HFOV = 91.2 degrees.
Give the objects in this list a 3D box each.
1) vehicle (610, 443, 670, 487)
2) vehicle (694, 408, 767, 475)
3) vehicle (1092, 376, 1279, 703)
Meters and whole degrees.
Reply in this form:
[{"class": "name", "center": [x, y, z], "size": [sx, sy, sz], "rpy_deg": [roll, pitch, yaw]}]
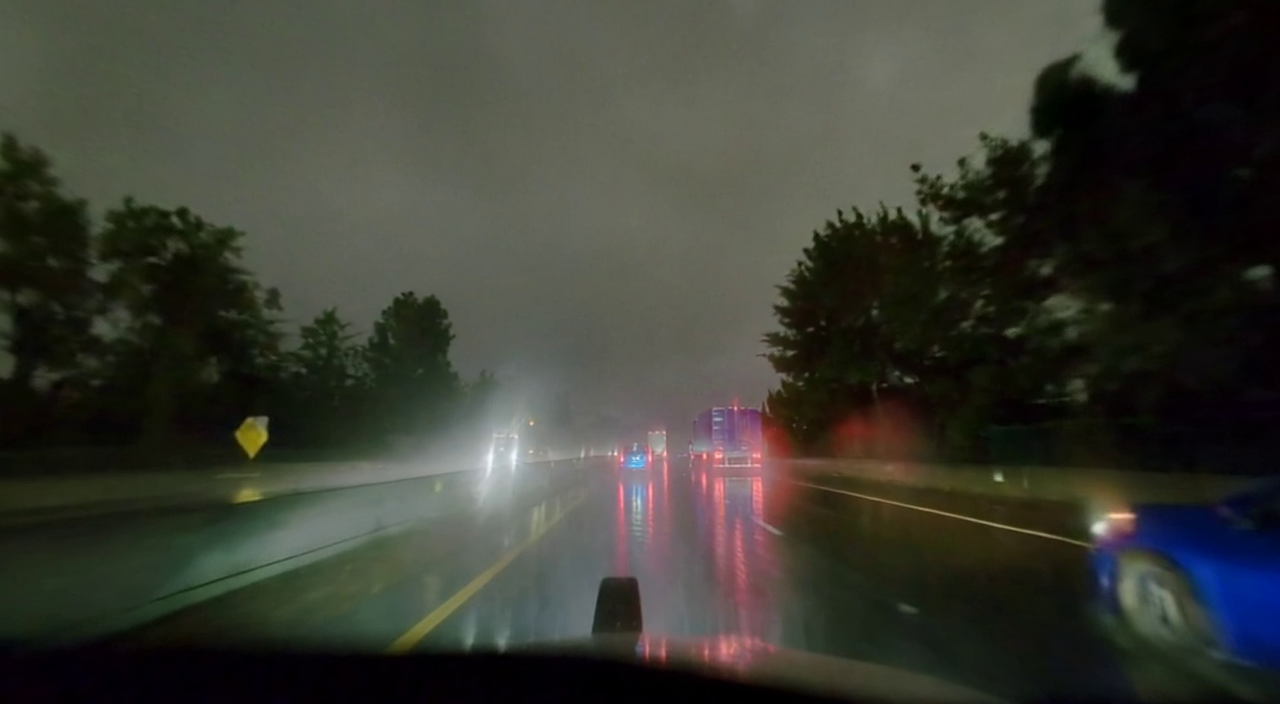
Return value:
[{"class": "vehicle", "center": [-0.045, 4.189, 23.563], "size": [2.066, 1.490, 3.759], "rpy_deg": [0, -9, -1]}, {"class": "vehicle", "center": [4.652, 4.868, 33.801], "size": [2.791, 3.201, 7.145], "rpy_deg": [0, -9, 0]}, {"class": "vehicle", "center": [3.908, 0.733, 1.901], "size": [1.953, 1.540, 4.101], "rpy_deg": [0, -9, 0]}]
